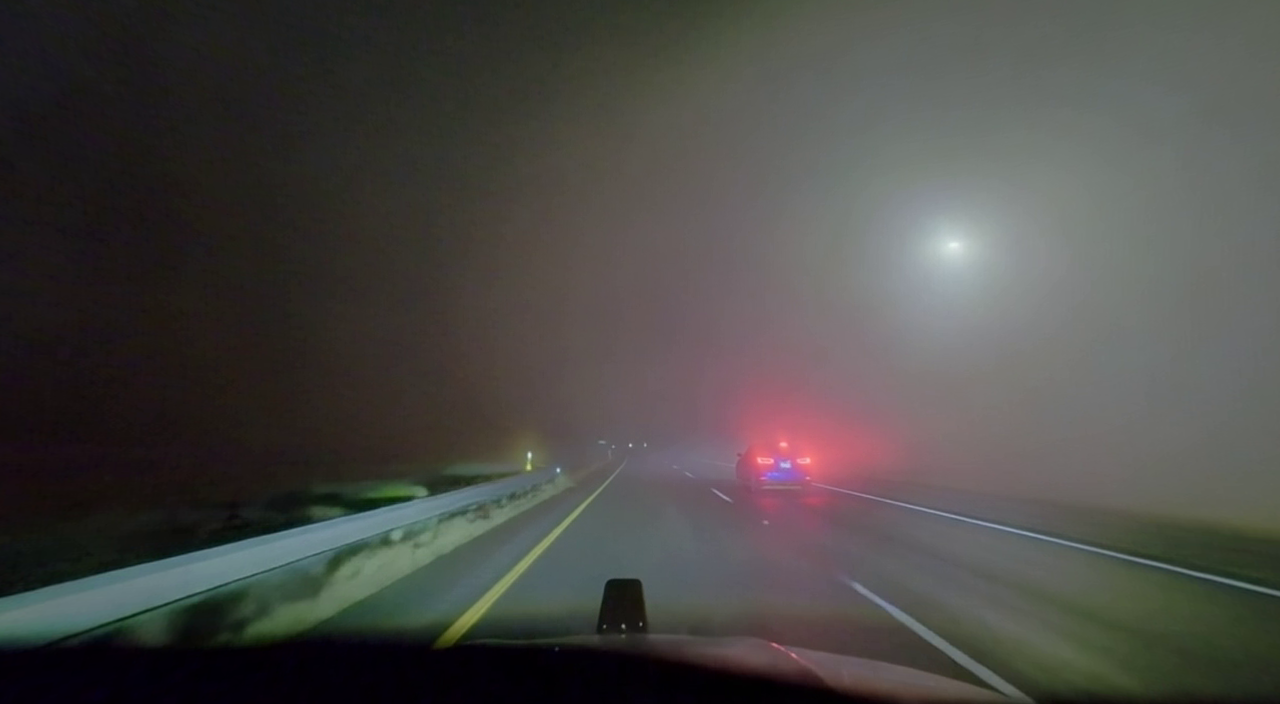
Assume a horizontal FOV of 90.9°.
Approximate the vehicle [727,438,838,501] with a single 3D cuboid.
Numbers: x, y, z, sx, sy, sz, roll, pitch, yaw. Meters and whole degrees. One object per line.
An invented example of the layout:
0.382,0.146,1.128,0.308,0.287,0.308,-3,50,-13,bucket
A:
3.687,3.120,17.176,2.003,1.466,4.441,0,-8,0,vehicle
